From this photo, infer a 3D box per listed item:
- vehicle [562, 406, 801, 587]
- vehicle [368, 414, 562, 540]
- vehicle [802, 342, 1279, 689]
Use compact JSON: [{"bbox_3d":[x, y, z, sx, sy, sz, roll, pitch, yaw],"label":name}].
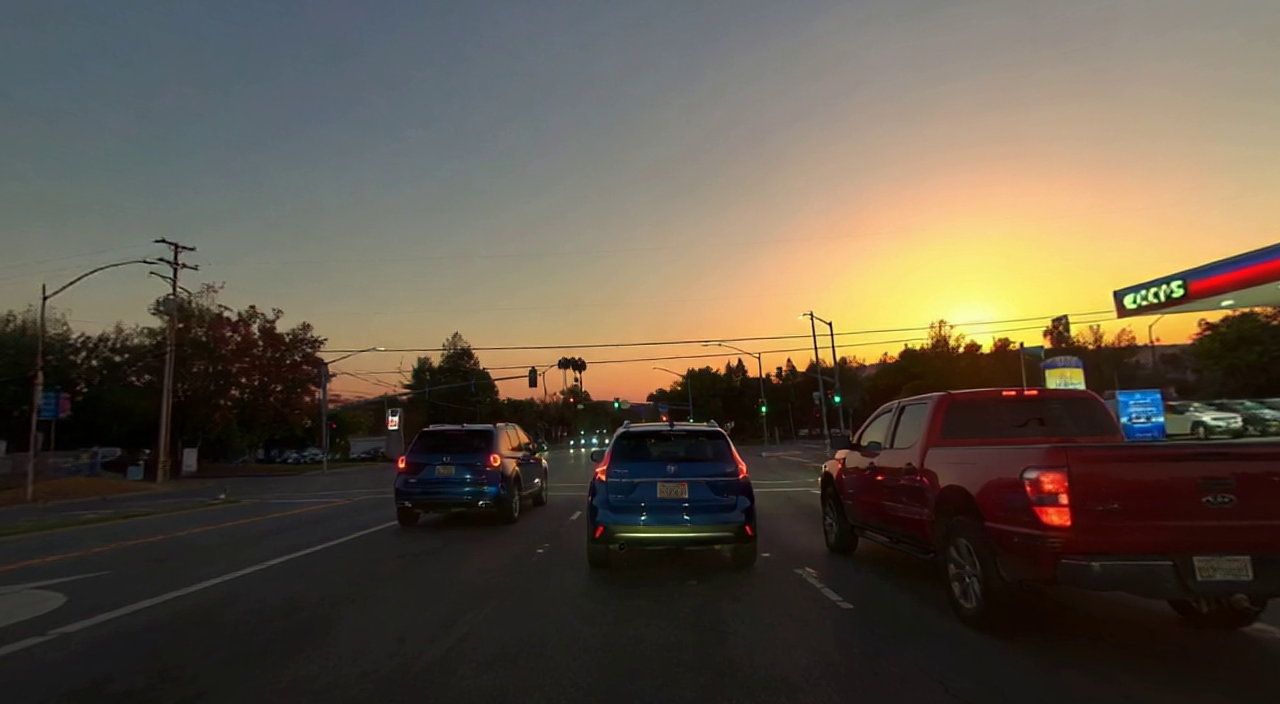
[{"bbox_3d":[0.366,1.628,7.896,2.181,1.650,4.083,0,-8,0],"label":"vehicle"},{"bbox_3d":[-2.709,2.064,10.974,2.019,1.731,4.299,0,-8,2],"label":"vehicle"},{"bbox_3d":[3.411,1.262,6.132,2.161,1.868,5.321,0,-8,-1],"label":"vehicle"}]
